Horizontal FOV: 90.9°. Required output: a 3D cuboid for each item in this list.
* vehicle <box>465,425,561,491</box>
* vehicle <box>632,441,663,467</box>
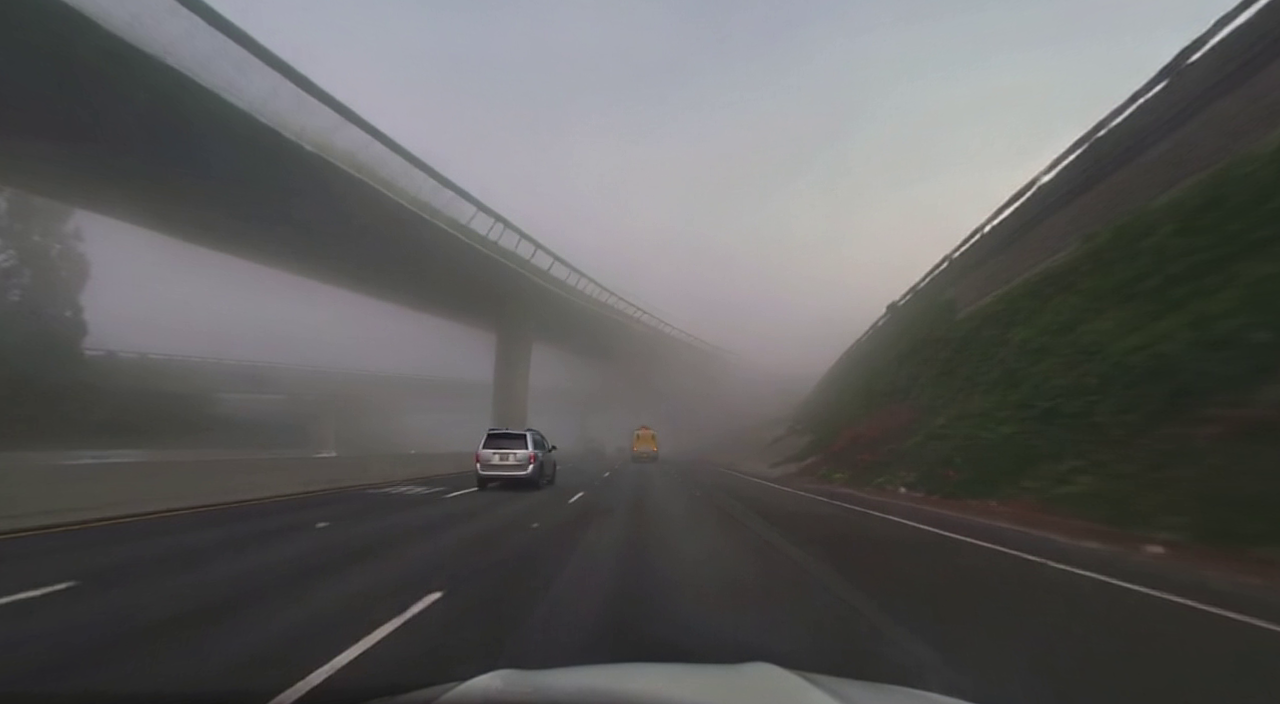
[{"bbox_3d":[-4.043,3.487,21.008,2.147,1.918,4.834,0,-9,1],"label":"vehicle"},{"bbox_3d":[0.499,7.173,44.426,2.052,1.711,4.223,0,-9,0],"label":"vehicle"}]
